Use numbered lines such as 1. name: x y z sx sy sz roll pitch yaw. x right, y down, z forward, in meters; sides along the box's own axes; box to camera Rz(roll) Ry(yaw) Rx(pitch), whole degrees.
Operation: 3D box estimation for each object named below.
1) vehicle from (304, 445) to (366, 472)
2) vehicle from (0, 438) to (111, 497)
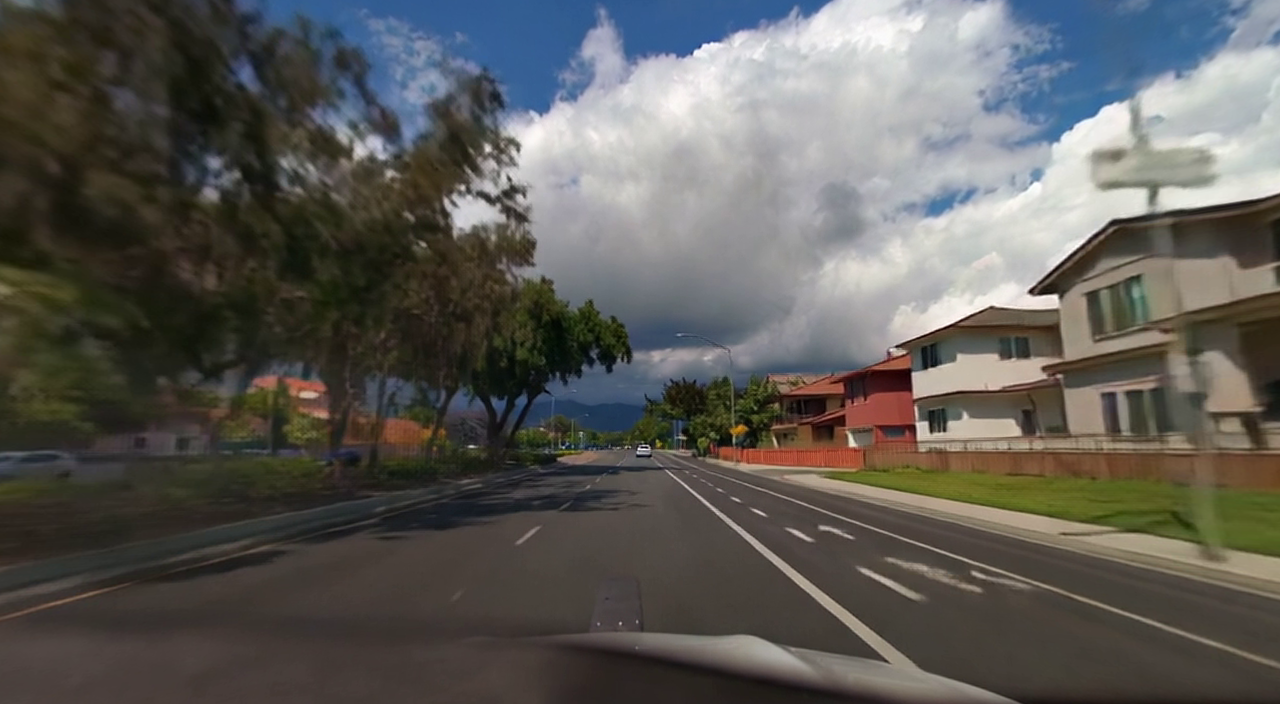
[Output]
1. vehicle: -20.341 7.112 42.348 1.887 1.664 4.491 0 -9 0
2. vehicle: -19.856 3.613 19.998 2.166 1.720 4.629 0 -9 0
